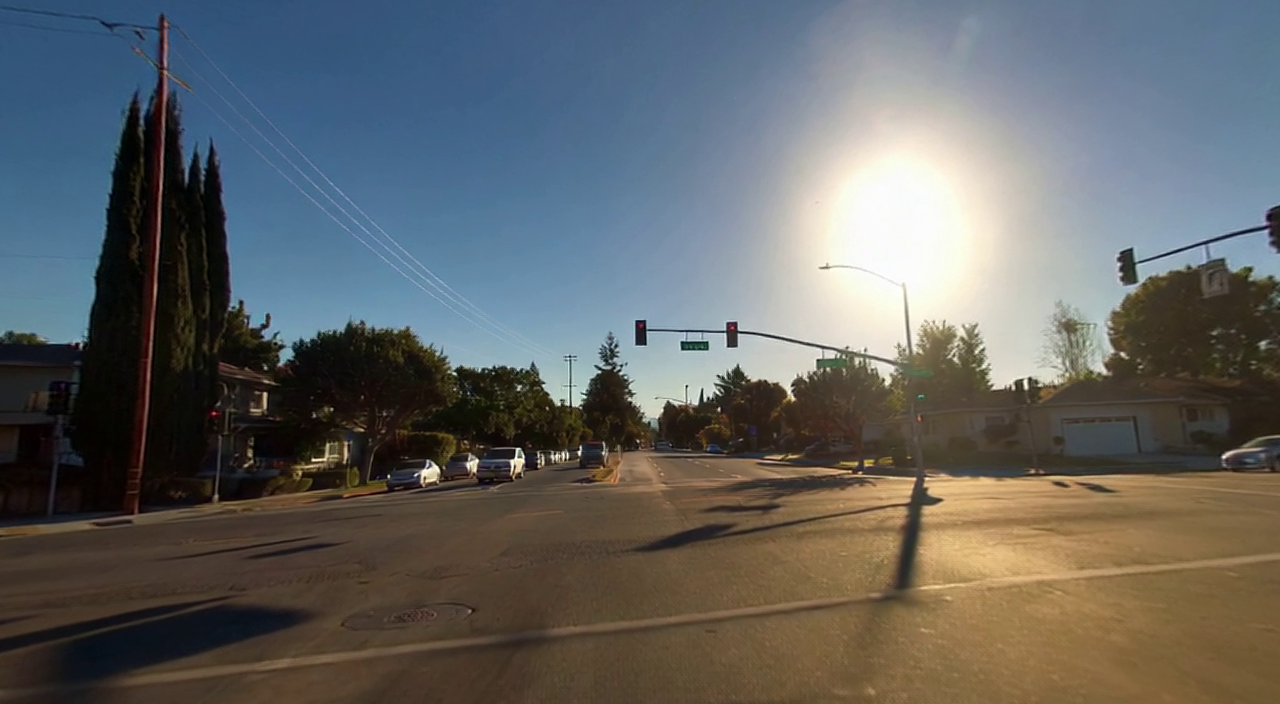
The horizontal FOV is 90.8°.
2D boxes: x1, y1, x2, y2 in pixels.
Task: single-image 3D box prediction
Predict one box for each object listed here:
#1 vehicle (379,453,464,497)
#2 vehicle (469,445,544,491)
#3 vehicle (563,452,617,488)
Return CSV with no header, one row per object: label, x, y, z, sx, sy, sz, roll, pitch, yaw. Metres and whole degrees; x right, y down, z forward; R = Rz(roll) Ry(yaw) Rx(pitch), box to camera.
vehicle,-9.963,5.612,29.265,2.241,1.819,4.690,0,-9,-1
vehicle,-6.183,5.429,30.058,2.479,1.977,5.254,0,-9,-1
vehicle,-2.196,5.356,29.133,2.174,1.477,4.805,0,-9,-1
